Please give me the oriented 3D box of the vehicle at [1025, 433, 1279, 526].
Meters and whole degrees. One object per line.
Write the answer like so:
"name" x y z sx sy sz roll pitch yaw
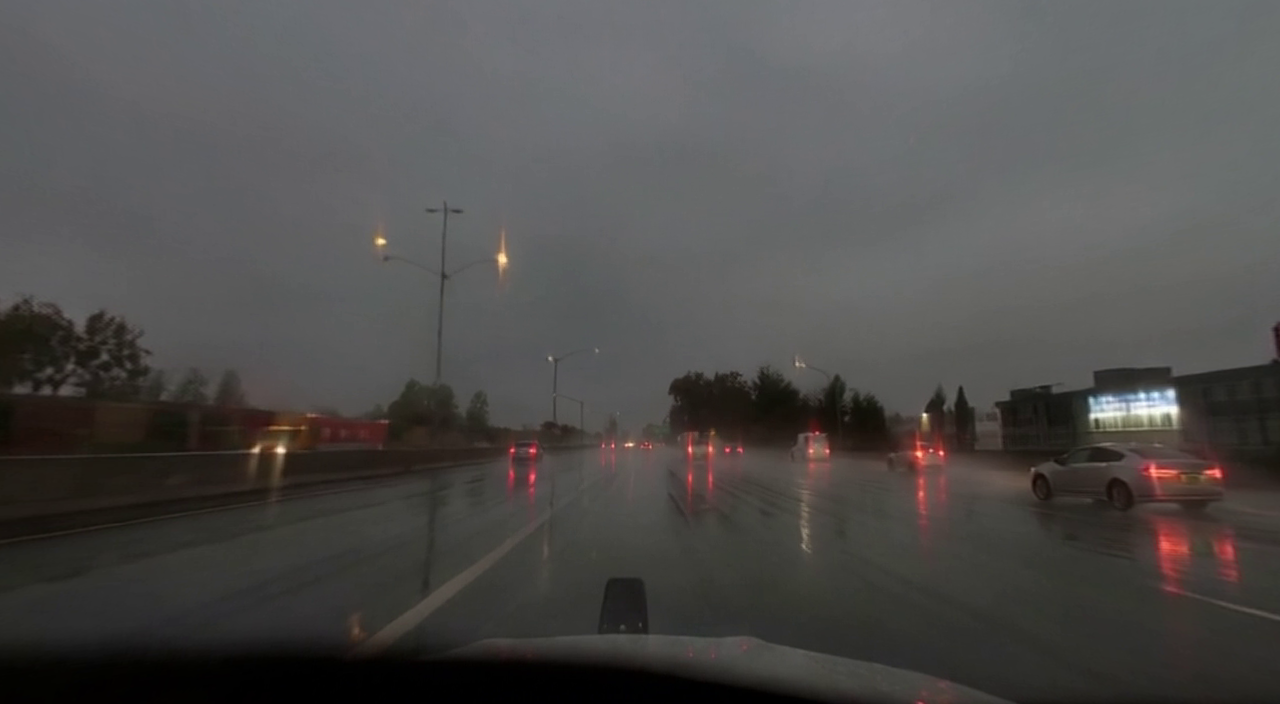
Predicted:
"vehicle" 10.177 2.396 12.471 1.979 1.467 4.839 0 -8 0

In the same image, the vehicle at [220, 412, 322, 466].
"vehicle" -28.906 6.889 49.721 3.119 3.853 7.750 -1 -8 1

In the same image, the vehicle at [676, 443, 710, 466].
"vehicle" 3.588 6.996 42.932 1.950 1.453 3.378 0 -9 -1

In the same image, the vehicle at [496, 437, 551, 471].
"vehicle" -6.382 5.603 34.802 2.091 1.746 4.437 0 -9 1
